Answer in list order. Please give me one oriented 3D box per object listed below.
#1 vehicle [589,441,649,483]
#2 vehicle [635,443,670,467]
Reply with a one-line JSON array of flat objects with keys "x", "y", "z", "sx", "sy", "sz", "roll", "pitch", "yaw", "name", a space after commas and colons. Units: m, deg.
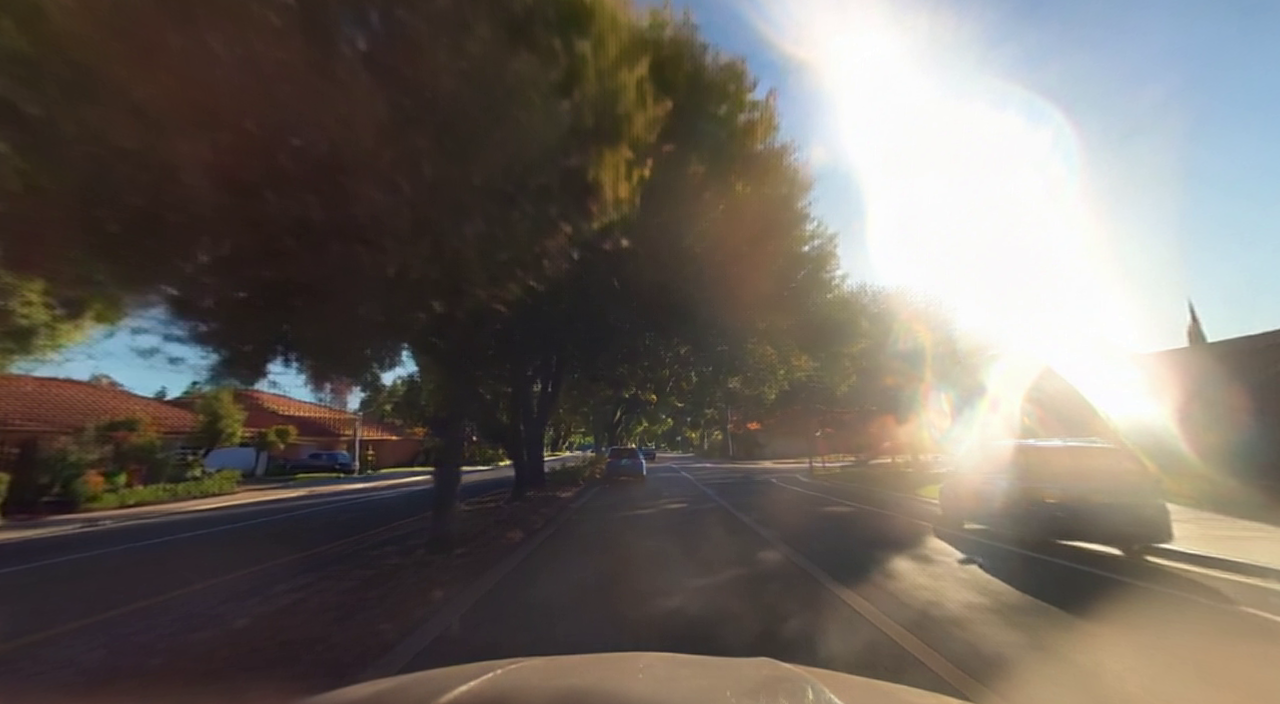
[{"x": -0.854, "y": 4.318, "z": 25.048, "sx": 2.158, "sy": 1.469, "sz": 4.909, "roll": 0, "pitch": -9, "yaw": -2, "name": "vehicle"}, {"x": 0.799, "y": 6.883, "z": 42.219, "sx": 2.226, "sy": 1.505, "sz": 4.128, "roll": 0, "pitch": -9, "yaw": 0, "name": "vehicle"}]
